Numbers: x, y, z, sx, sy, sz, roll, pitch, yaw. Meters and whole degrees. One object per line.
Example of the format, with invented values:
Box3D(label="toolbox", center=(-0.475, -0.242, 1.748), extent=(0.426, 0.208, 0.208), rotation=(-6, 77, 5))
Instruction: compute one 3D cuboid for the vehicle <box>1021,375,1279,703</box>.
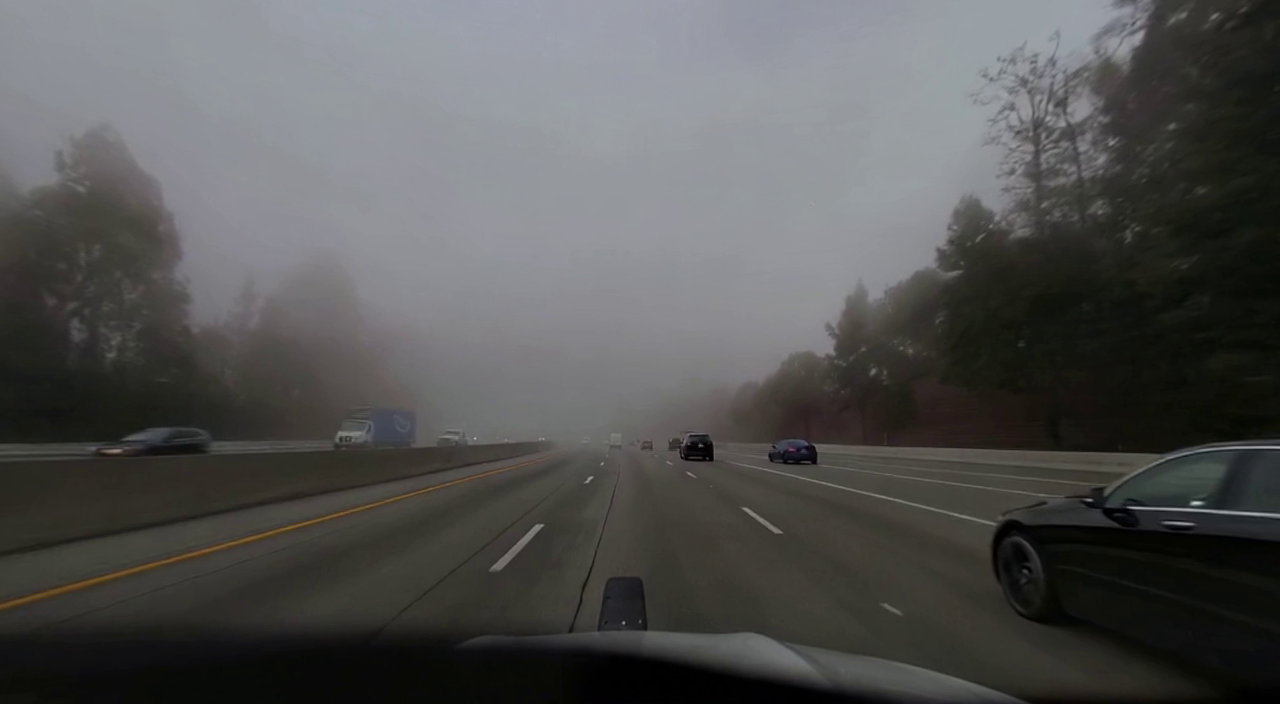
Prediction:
Box3D(label="vehicle", center=(3.848, 0.872, 2.616), extent=(2.101, 1.574, 3.857), rotation=(0, -8, 0))

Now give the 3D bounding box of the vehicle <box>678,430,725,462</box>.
Box3D(label="vehicle", center=(3.571, 5.580, 37.436), extent=(2.141, 1.732, 4.279), rotation=(0, -8, -3))

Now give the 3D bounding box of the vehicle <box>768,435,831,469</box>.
Box3D(label="vehicle", center=(7.566, 4.785, 30.319), extent=(1.798, 1.473, 4.077), rotation=(0, -8, -2))

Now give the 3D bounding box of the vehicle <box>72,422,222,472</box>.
Box3D(label="vehicle", center=(-17.204, 3.340, 22.306), extent=(1.994, 1.597, 4.074), rotation=(0, -8, -1))
